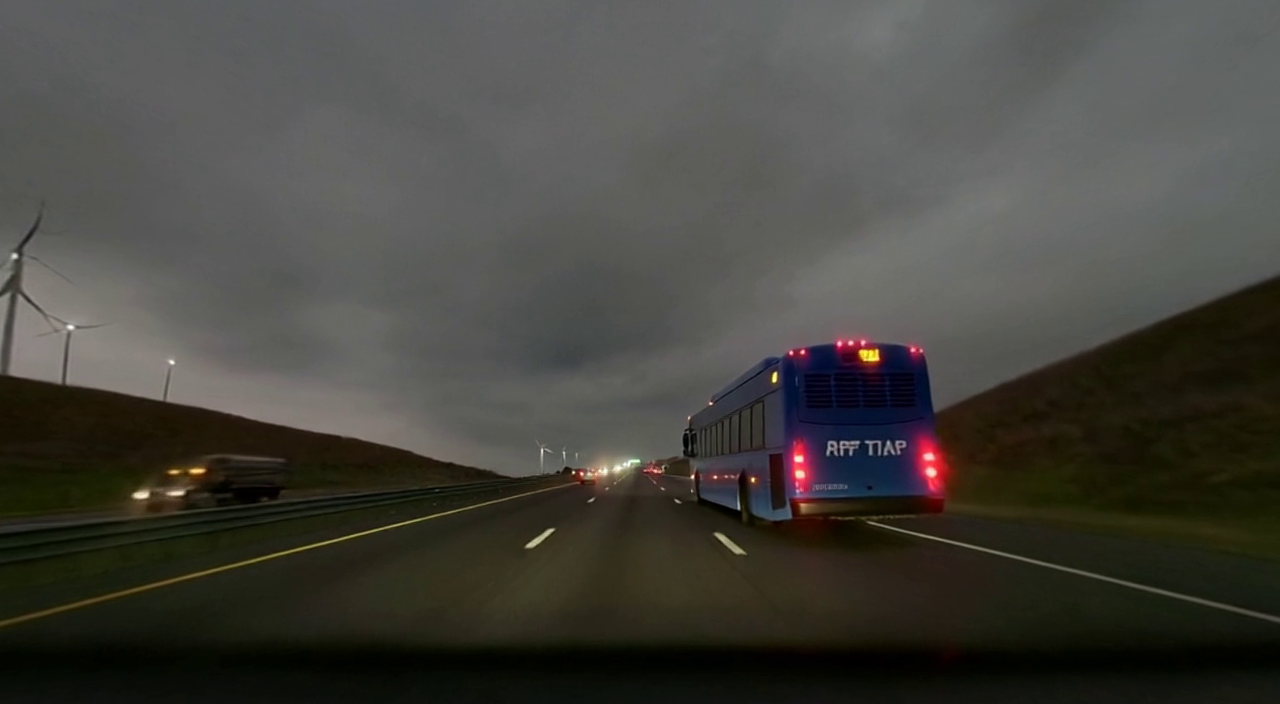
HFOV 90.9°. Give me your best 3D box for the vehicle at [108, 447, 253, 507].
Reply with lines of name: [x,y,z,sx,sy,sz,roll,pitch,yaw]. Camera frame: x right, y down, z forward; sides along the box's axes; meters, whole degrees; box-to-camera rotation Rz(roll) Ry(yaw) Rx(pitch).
vehicle: [-19.027,5.215,26.474,2.342,2.255,4.846,1,-10,0]

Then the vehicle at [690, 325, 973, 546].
vehicle: [3.644,2.628,17.460,2.941,3.574,14.463,1,-10,-2]
